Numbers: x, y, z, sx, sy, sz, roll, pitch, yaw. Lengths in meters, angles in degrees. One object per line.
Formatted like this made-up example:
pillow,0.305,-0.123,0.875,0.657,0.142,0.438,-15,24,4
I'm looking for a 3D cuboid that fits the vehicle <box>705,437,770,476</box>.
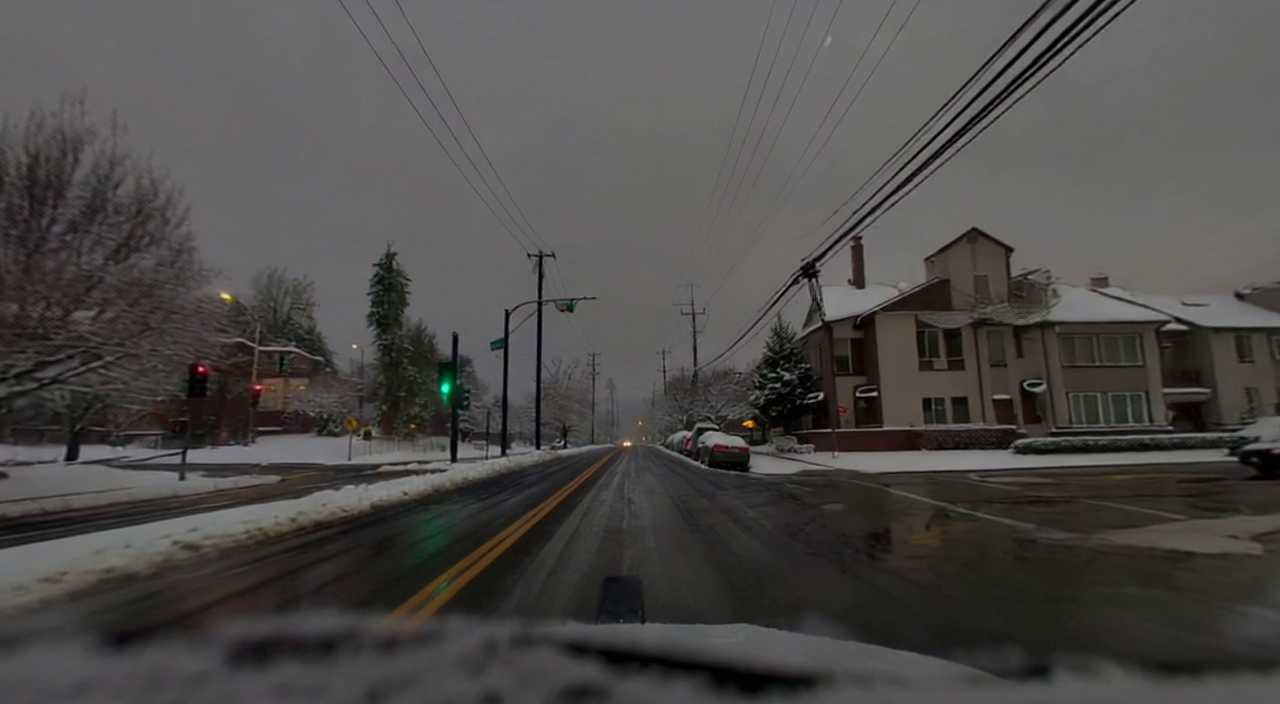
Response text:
vehicle,3.868,4.202,25.769,1.785,1.441,4.458,0,-8,-2
